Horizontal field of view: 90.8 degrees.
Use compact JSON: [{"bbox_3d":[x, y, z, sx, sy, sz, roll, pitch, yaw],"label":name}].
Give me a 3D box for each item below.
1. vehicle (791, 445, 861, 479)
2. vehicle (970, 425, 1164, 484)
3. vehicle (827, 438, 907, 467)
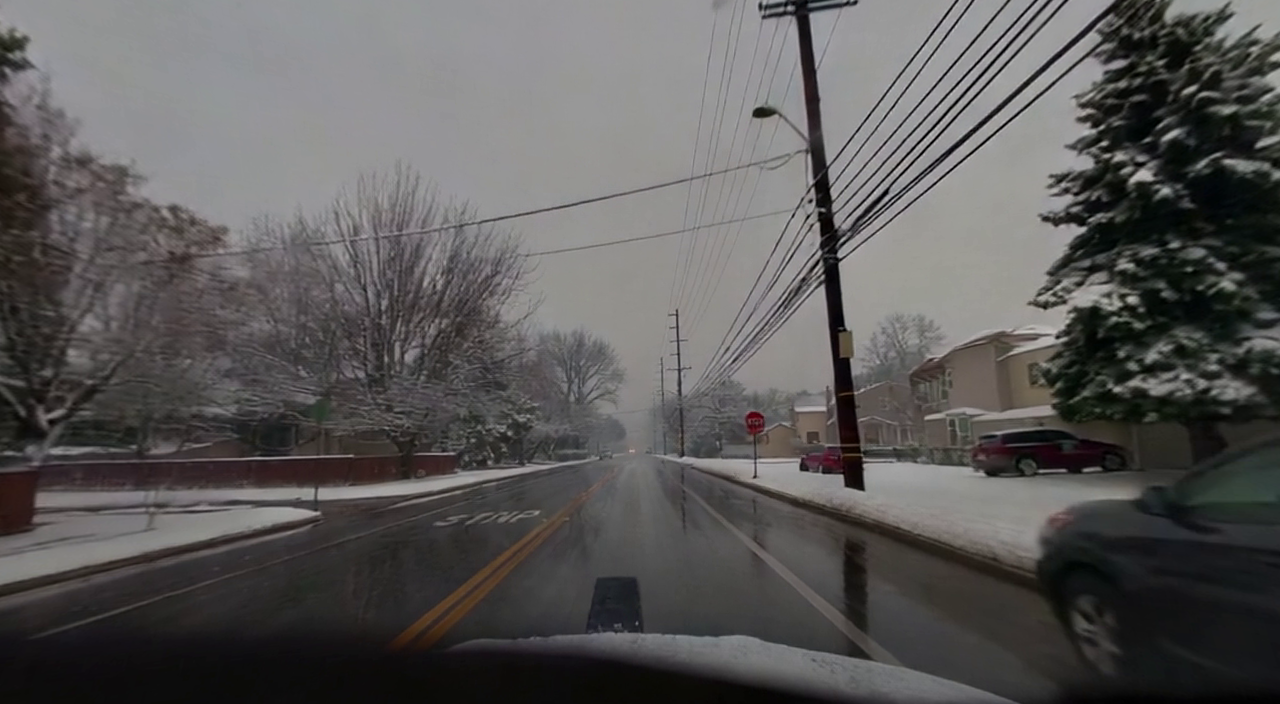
[{"bbox_3d":[8.752,5.188,30.154,1.811,1.491,4.407,0,-9,-2],"label":"vehicle"},{"bbox_3d":[15.248,3.693,22.868,5.188,1.955,2.444,-1,-9,1],"label":"vehicle"},{"bbox_3d":[14.790,6.605,41.320,4.376,1.488,1.962,-4,-10,0],"label":"vehicle"}]
